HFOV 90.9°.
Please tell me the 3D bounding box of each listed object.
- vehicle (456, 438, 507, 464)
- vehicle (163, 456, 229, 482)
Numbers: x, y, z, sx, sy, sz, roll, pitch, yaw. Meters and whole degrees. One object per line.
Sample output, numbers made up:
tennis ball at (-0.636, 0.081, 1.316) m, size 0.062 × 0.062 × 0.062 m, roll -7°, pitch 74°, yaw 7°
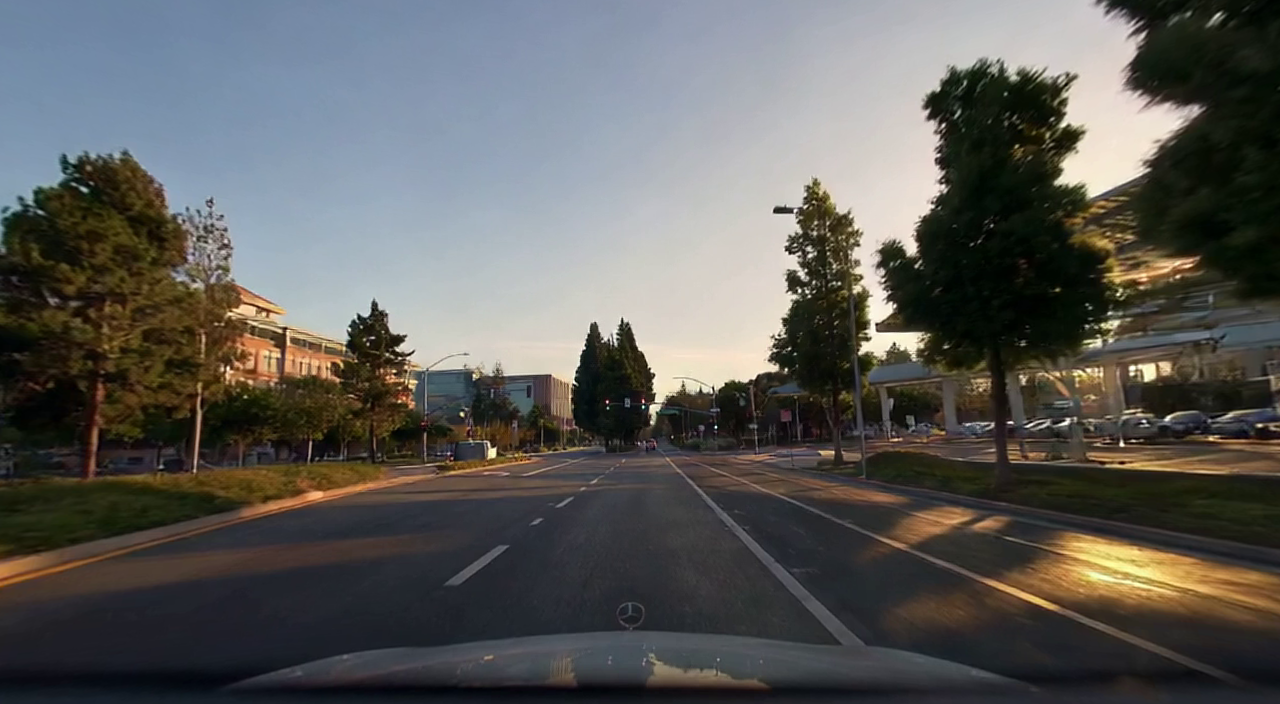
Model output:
vehicle at (-12.109, 7.598, 48.535) m, size 2.225 × 1.876 × 5.661 m, roll 0°, pitch -8°, yaw 2°
vehicle at (-34.278, 9.027, 48.858) m, size 2.020 × 1.812 × 4.914 m, roll 1°, pitch -8°, yaw -7°
